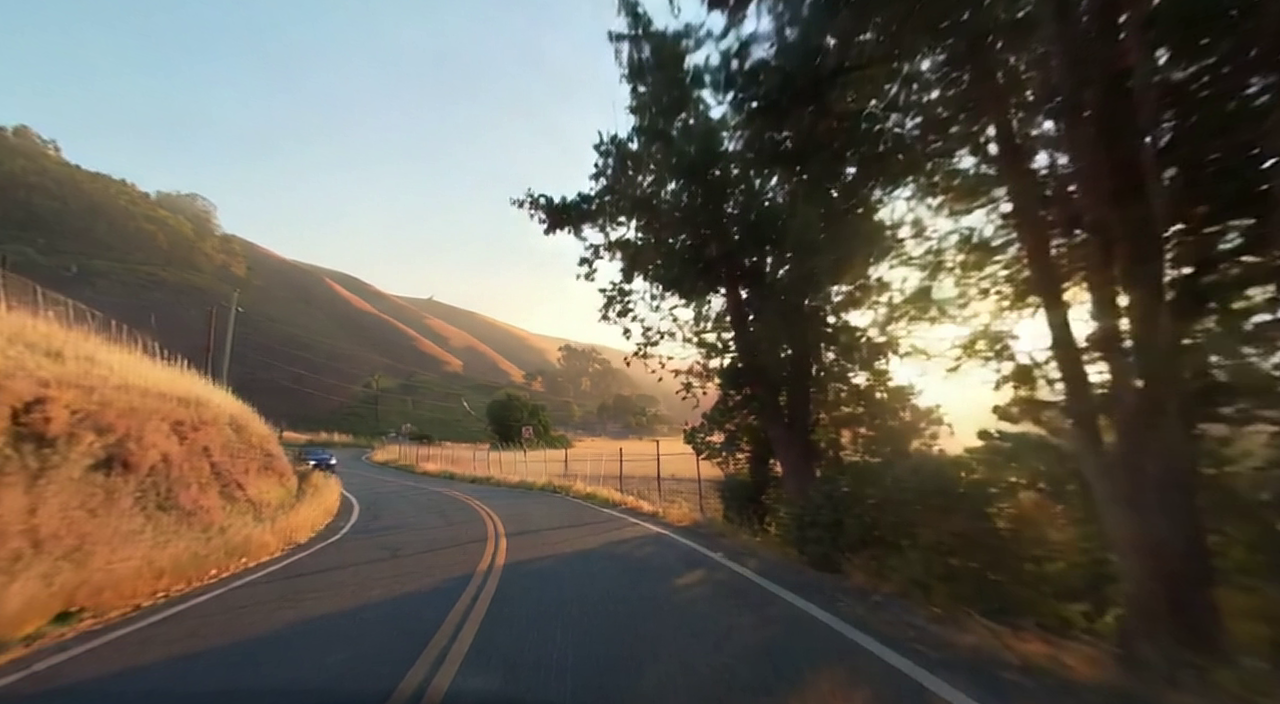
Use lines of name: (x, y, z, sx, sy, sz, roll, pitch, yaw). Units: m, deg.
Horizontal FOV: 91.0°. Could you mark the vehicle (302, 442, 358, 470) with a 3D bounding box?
vehicle: (-19.658, 6.546, 39.857, 2.075, 1.562, 4.241, 8, -11, -40)
